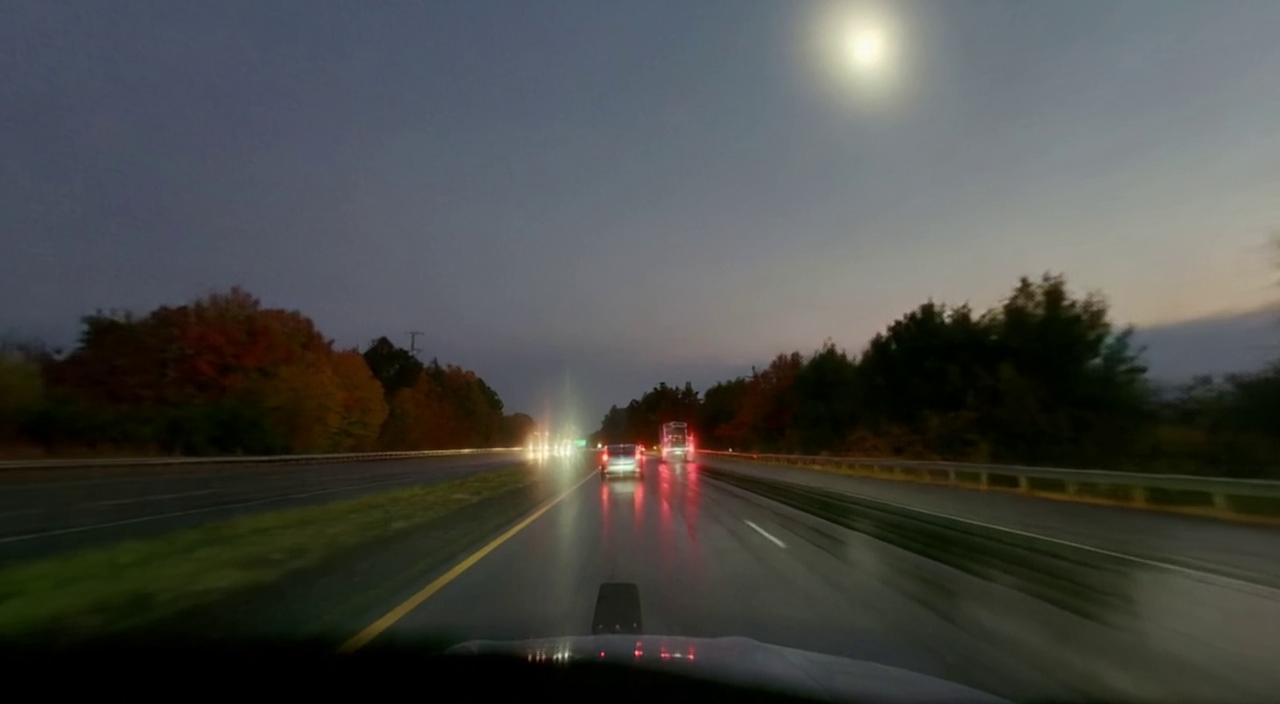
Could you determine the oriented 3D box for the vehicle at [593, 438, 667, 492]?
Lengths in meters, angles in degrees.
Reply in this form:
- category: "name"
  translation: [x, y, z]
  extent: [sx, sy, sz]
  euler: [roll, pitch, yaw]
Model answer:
- category: "vehicle"
  translation: [-0.341, 3.538, 19.980]
  extent: [2.099, 1.506, 4.097]
  euler: [0, -9, -1]
